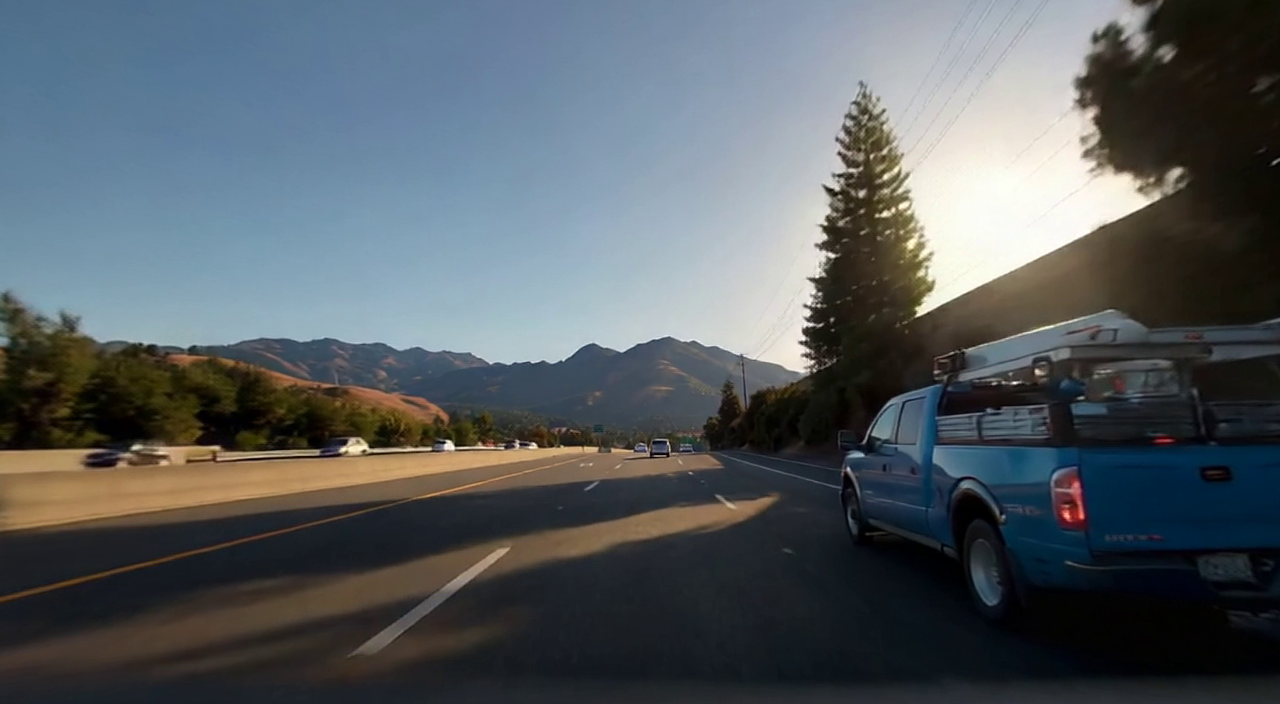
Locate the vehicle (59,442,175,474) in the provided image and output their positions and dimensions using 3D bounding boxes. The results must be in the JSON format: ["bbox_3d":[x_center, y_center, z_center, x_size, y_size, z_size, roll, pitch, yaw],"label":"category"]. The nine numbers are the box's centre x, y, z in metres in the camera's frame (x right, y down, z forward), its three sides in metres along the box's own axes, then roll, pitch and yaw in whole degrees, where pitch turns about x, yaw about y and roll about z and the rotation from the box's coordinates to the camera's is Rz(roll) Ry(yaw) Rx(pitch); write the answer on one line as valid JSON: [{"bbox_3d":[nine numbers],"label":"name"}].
[{"bbox_3d":[-25.803,5.234,31.208,1.834,1.460,4.512,0,-9,1],"label":"vehicle"}]

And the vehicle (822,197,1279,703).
[{"bbox_3d":[3.773,0.968,5.358,2.538,2.228,6.370,0,-9,0],"label":"vehicle"}]

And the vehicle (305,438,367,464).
[{"bbox_3d":[-21.528,7.032,44.669,1.929,1.674,4.486,0,-9,3],"label":"vehicle"}]

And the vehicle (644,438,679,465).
[{"bbox_3d":[1.245,6.088,38.570,2.034,1.549,4.147,0,-9,0],"label":"vehicle"}]
